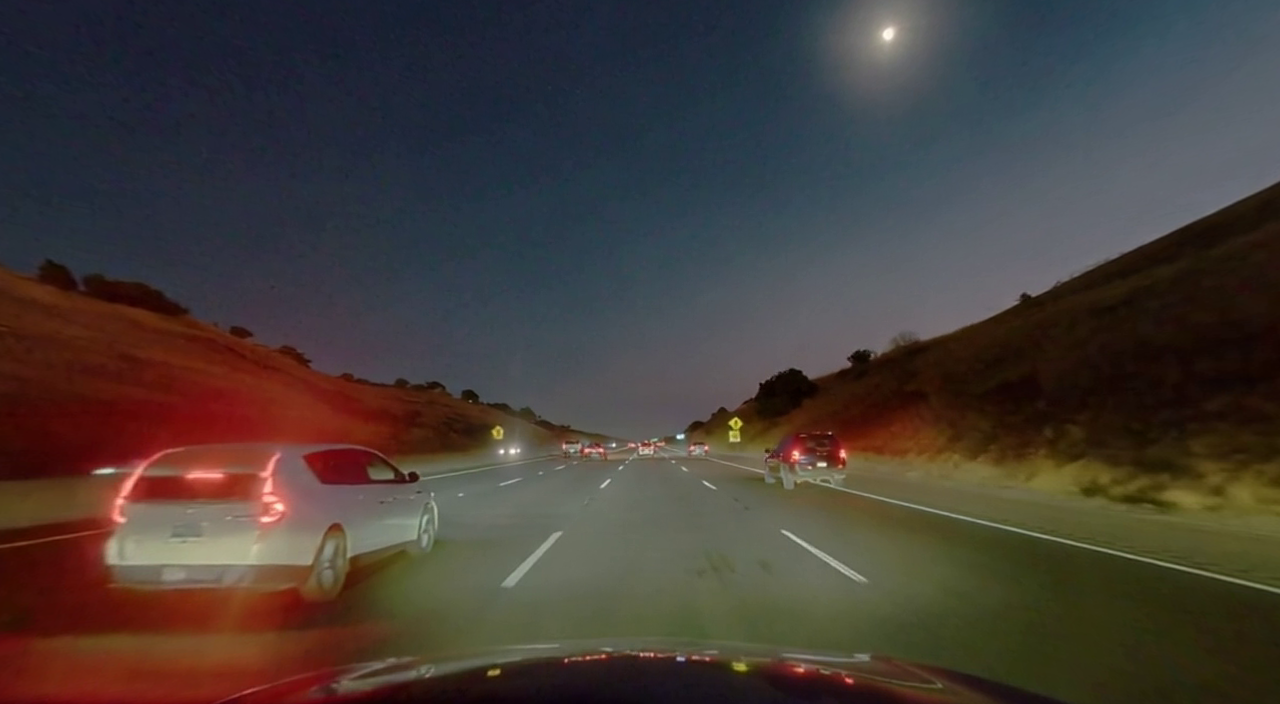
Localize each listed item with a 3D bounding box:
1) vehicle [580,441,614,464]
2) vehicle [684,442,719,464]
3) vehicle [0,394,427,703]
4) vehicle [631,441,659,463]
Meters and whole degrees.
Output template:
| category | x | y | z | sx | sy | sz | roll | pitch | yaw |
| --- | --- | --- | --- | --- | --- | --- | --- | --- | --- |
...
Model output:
| category | x | y | z | sx | sy | sz | roll | pitch | yaw |
| --- | --- | --- | --- | --- | --- | --- | --- | --- | --- |
| vehicle | -3.087 | 7.359 | 46.227 | 2.091 | 1.552 | 4.516 | 0 | -8 | 0 |
| vehicle | 4.461 | 7.367 | 46.335 | 2.027 | 1.525 | 4.348 | 0 | -8 | -1 |
| vehicle | -3.298 | 1.225 | 4.395 | 1.997 | 1.502 | 4.554 | 0 | -8 | 0 |
| vehicle | 0.359 | 7.484 | 47.368 | 2.031 | 1.566 | 3.904 | 0 | -8 | 0 |
